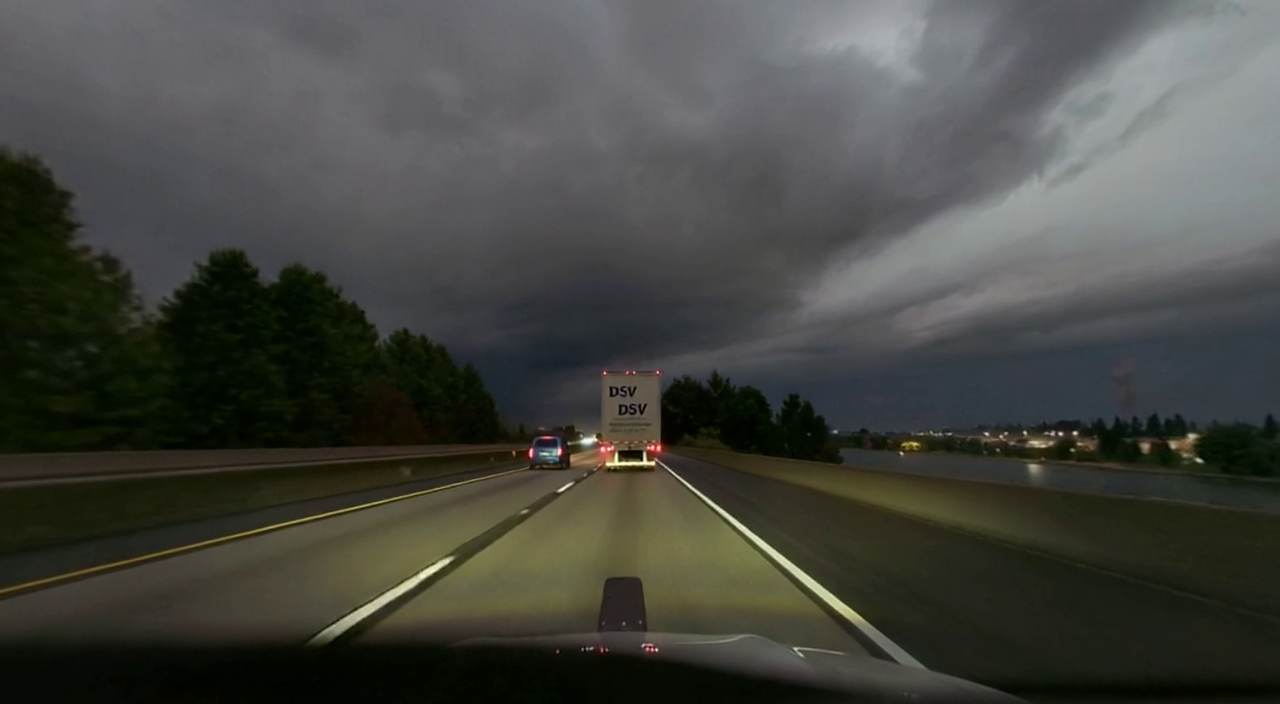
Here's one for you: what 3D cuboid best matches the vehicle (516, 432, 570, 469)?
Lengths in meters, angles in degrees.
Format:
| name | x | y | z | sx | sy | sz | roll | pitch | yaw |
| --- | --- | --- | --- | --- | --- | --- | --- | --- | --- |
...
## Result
| name | x | y | z | sx | sy | sz | roll | pitch | yaw |
| --- | --- | --- | --- | --- | --- | --- | --- | --- | --- |
| vehicle | -4.934 | 5.082 | 32.778 | 2.086 | 1.778 | 4.544 | 0 | -8 | 0 |

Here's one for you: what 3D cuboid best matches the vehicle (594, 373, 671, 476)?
| name | x | y | z | sx | sy | sz | roll | pitch | yaw |
| --- | --- | --- | --- | --- | --- | --- | --- | --- | --- |
| vehicle | -0.402 | 3.530 | 29.590 | 2.969 | 3.957 | 10.270 | 0 | -8 | -1 |
